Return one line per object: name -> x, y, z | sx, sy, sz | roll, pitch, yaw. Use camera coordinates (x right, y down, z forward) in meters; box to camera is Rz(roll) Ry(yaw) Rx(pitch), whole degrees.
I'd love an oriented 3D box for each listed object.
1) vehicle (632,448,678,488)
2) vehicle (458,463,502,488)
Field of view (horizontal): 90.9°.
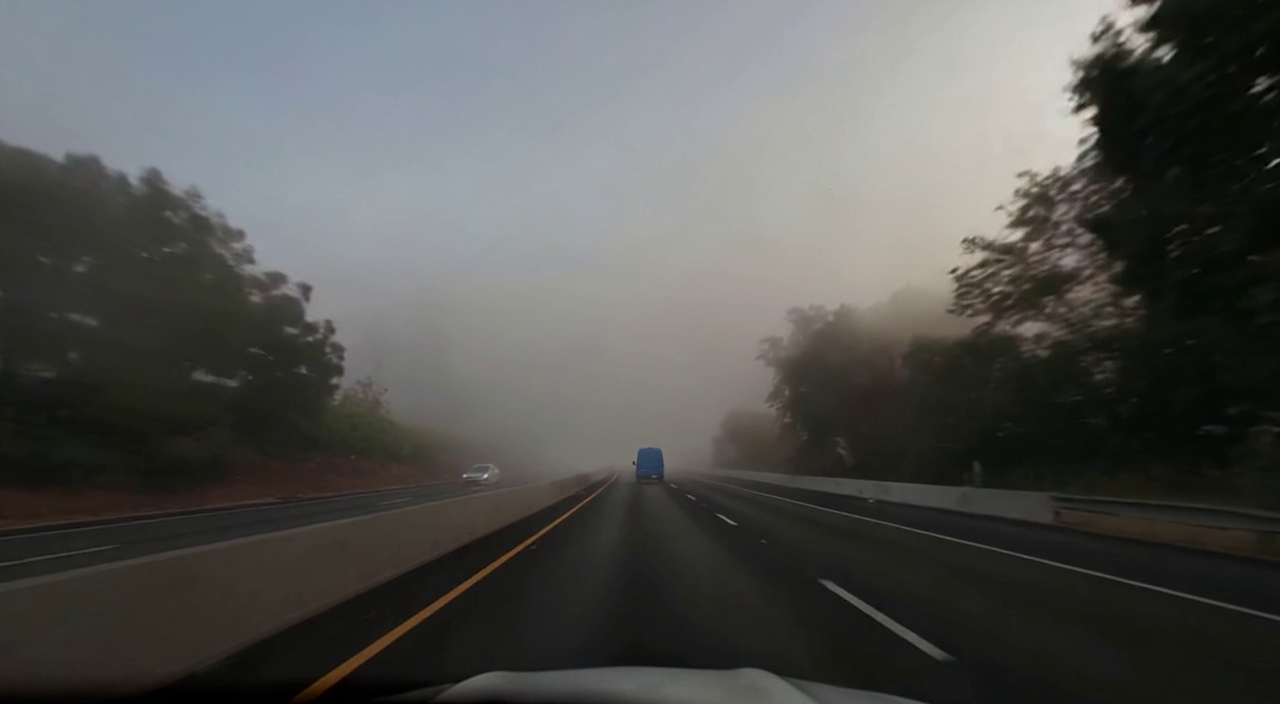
vehicle -> 0.802, 6.792, 36.843 | 2.429, 2.167, 4.558 | 1, -11, -2
vehicle -> -11.923, 9.217, 47.260 | 2.023, 1.743, 4.528 | 1, -11, 0
